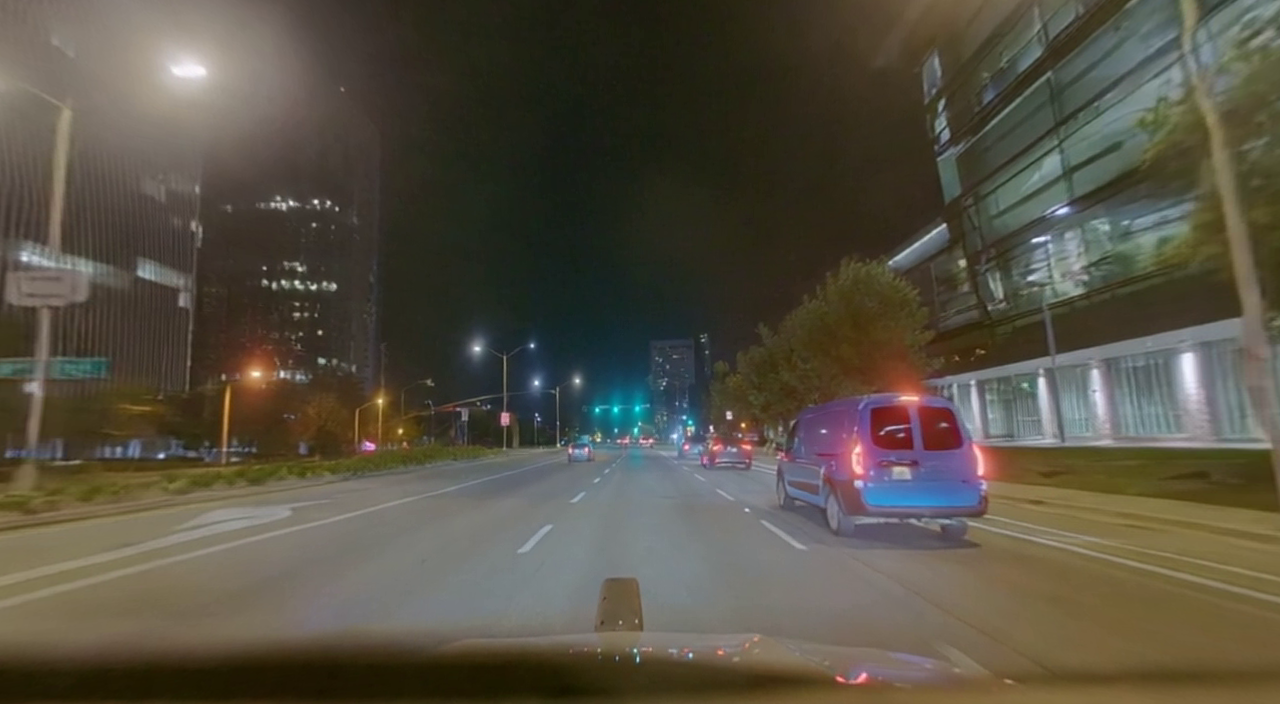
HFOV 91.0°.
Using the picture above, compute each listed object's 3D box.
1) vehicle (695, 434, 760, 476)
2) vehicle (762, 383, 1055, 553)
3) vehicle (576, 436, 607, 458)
[{"bbox_3d":[3.344,4.028,24.940,1.867,1.493,4.190,0,-8,-1],"label":"vehicle"},{"bbox_3d":[3.545,1.676,9.773,2.200,1.914,5.145,0,-8,-1],"label":"vehicle"},{"bbox_3d":[-3.428,6.832,45.279,1.864,1.464,4.195,0,-8,1],"label":"vehicle"}]
